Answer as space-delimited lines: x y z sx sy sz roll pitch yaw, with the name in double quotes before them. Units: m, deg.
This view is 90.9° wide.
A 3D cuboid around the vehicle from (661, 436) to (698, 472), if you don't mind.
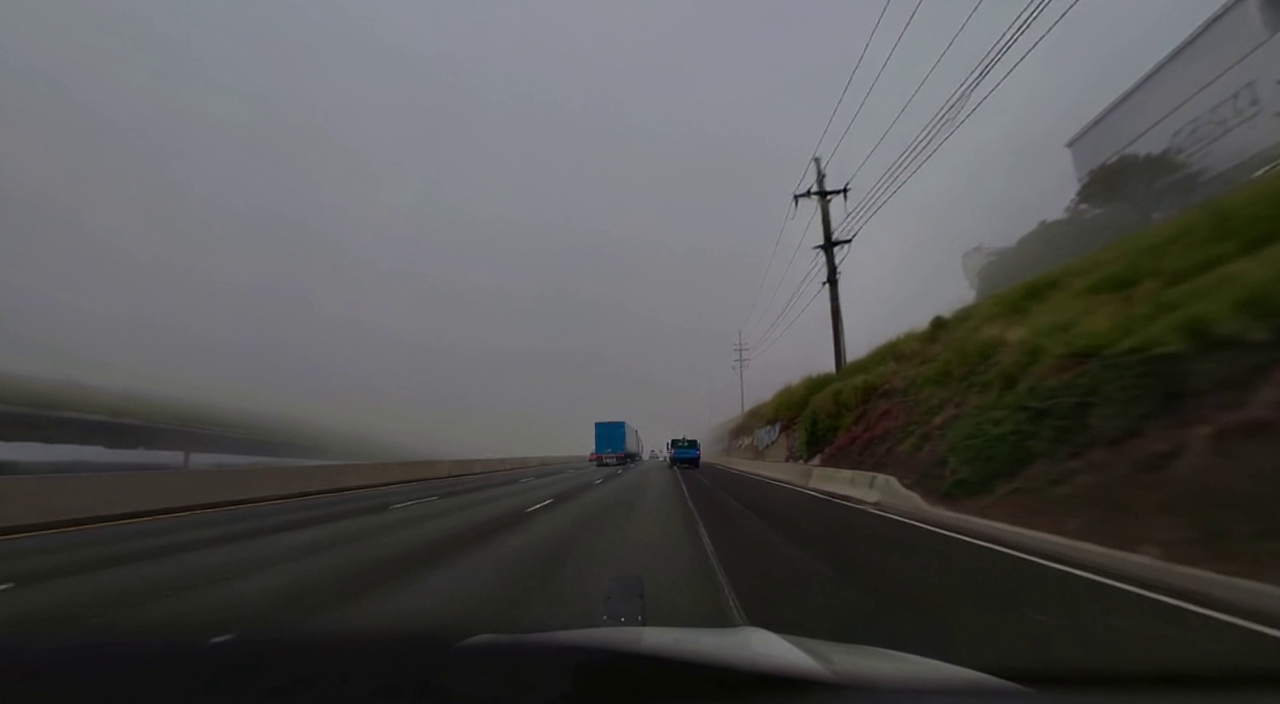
"vehicle" 2.971 7.921 48.971 2.462 2.627 5.799 -1 -9 0
